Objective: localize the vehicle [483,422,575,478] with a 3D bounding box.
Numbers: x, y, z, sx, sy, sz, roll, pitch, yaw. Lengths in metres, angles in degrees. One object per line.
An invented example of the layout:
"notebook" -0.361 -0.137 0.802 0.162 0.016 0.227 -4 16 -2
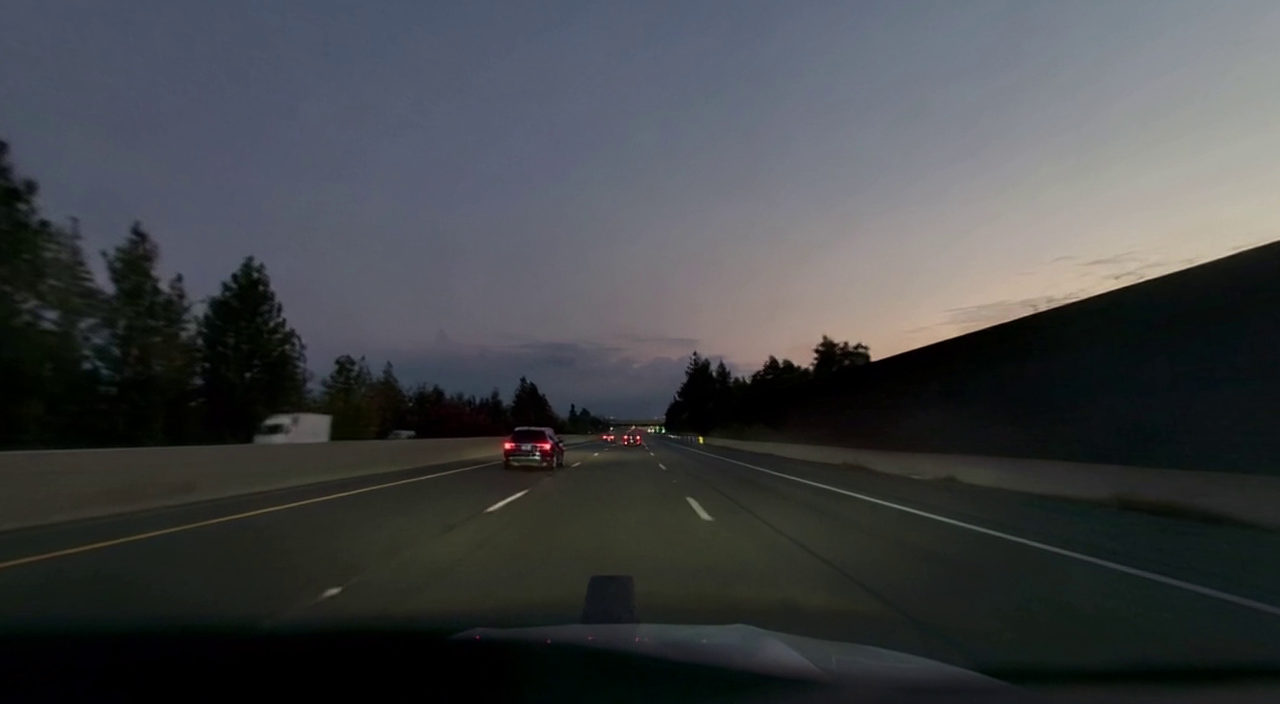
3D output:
"vehicle" -3.665 3.346 21.842 2.306 1.730 4.606 0 -8 1
